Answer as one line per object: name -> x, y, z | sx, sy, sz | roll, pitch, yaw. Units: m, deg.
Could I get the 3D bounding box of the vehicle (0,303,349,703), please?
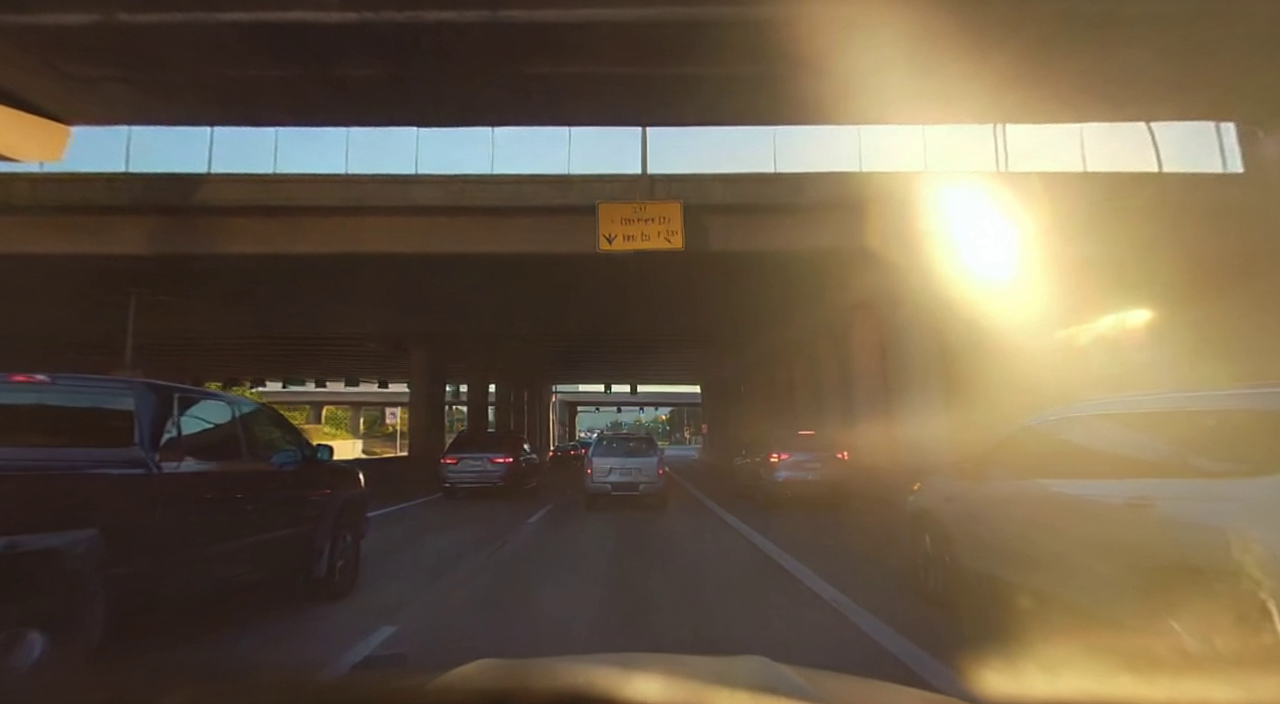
vehicle -> -3.432, 0.796, 2.771 | 2.074, 1.814, 4.596 | 0, -8, 0

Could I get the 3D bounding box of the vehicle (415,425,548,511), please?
vehicle -> -3.496, 2.641, 14.774 | 2.127, 1.720, 4.064 | 0, -8, -1

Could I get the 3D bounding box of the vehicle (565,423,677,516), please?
vehicle -> -0.399, 2.507, 13.876 | 2.097, 1.748, 3.794 | 0, -8, -1

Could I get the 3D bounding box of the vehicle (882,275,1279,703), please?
vehicle -> 3.702, 0.937, 4.048 | 2.401, 1.968, 4.841 | 0, -8, 1

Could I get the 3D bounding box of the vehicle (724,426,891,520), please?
vehicle -> 3.430, 2.620, 14.307 | 2.234, 1.720, 5.378 | 0, -8, -1
